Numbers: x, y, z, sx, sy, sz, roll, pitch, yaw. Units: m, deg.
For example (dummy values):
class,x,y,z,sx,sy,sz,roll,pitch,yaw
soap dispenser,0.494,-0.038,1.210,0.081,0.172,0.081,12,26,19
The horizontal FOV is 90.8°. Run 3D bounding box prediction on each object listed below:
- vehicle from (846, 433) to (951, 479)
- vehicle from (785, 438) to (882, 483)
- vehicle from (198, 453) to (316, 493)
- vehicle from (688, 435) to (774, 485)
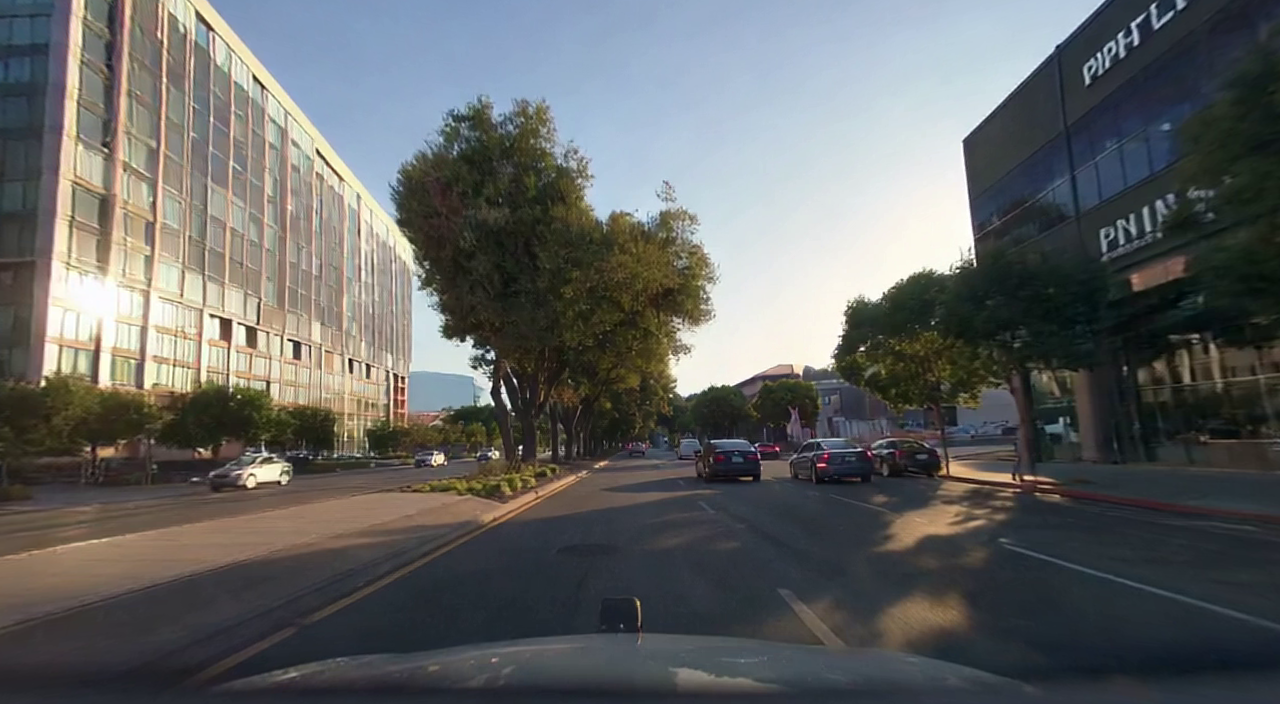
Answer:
class,x,y,z,sx,sy,sz,roll,pitch,yaw
vehicle,9.776,3.978,24.424,1.952,1.574,5.052,0,-8,0
vehicle,6.615,3.745,22.161,1.912,1.411,4.380,0,-8,-2
vehicle,-16.230,5.127,27.151,2.001,1.471,4.836,0,-8,1
vehicle,2.909,3.601,21.341,2.131,1.491,4.496,0,-8,-2
